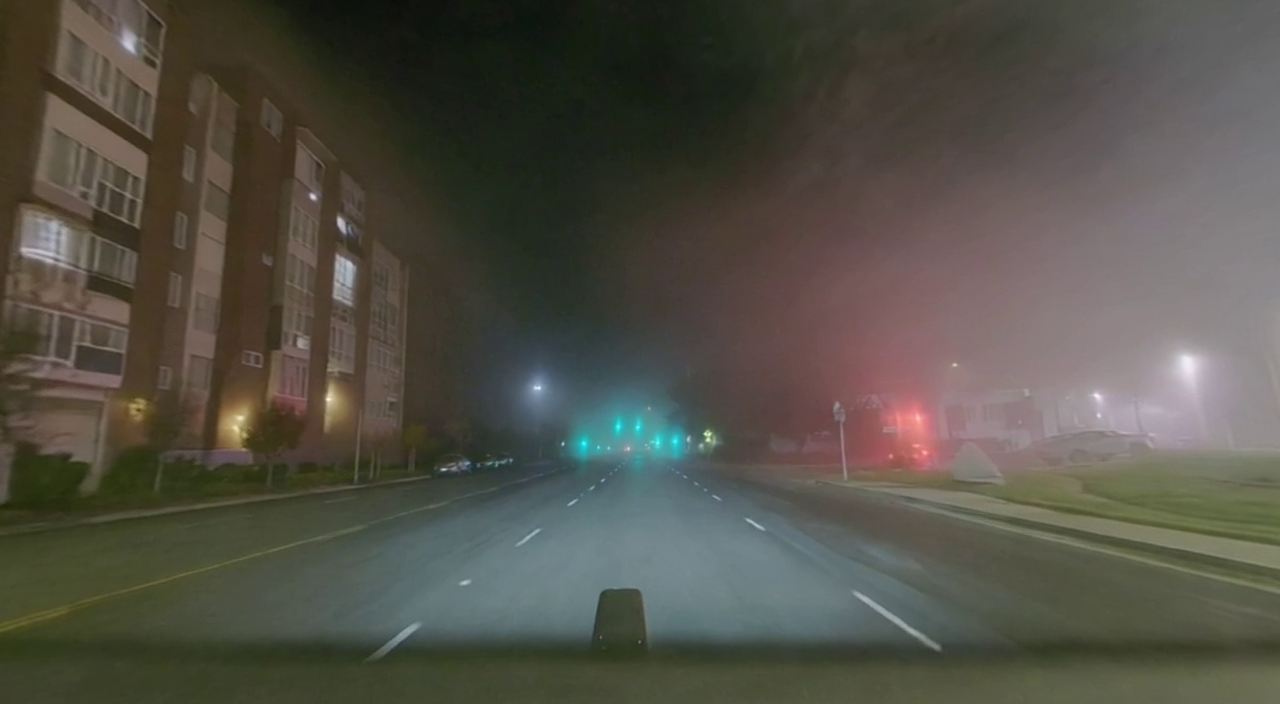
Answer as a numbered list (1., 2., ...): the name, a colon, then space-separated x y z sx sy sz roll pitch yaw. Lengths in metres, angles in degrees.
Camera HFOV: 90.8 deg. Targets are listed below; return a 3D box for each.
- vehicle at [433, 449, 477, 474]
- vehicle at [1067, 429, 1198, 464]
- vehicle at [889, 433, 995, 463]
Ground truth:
1. vehicle: -13.381 7.919 45.938 1.851 1.645 4.152 -1 -9 1
2. vehicle: 24.925 4.803 32.128 4.861 1.684 2.014 0 -9 1
3. vehicle: 18.557 5.937 39.020 5.466 1.734 1.999 -1 -9 1
